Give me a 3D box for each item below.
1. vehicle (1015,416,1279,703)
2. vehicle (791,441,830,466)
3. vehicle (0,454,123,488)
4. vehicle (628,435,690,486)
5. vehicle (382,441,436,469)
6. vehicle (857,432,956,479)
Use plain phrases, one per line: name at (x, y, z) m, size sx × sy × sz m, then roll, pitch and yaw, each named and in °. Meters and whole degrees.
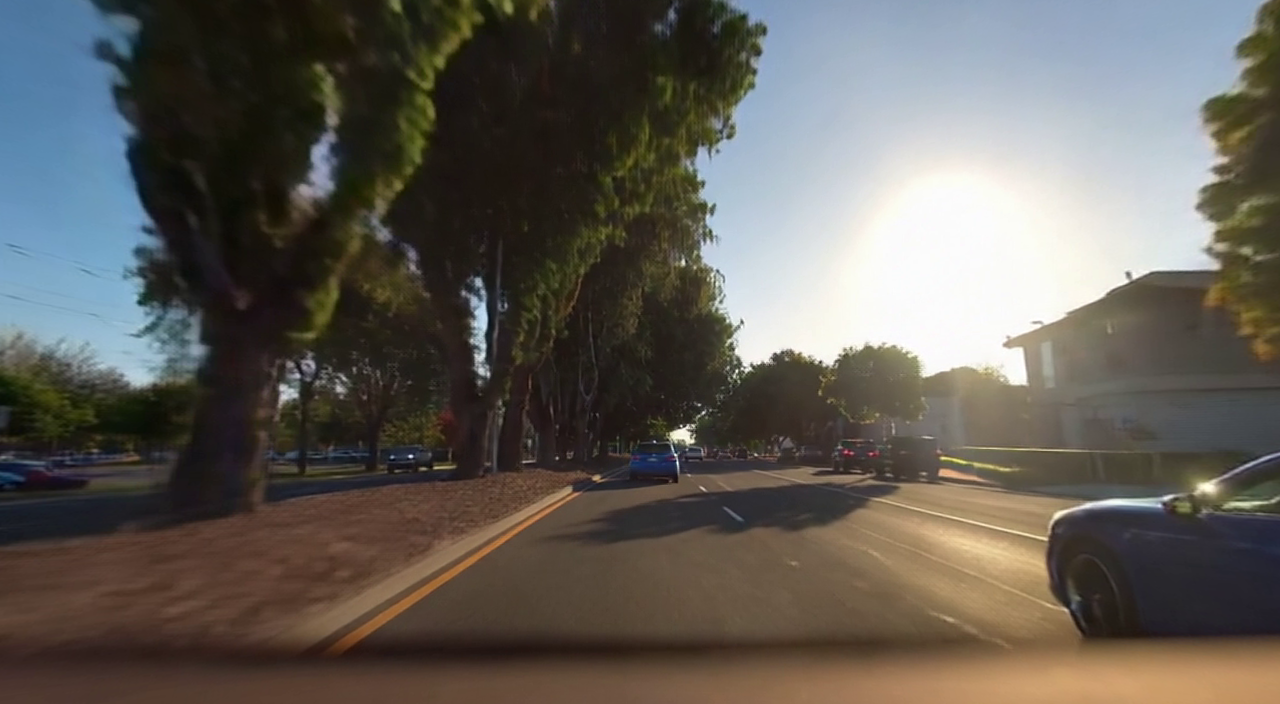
vehicle at (3.638, 0.925, 2.265) m, size 1.918 × 1.418 × 4.360 m, roll 0°, pitch -9°, yaw 0°
vehicle at (13.016, 7.757, 48.461) m, size 2.039 × 1.826 × 4.704 m, roll -1°, pitch -9°, yaw 5°
vehicle at (-26.970, 5.437, 29.114) m, size 4.346 × 1.434 × 1.969 m, roll 2°, pitch -9°, yaw -13°
vehicle at (0.686, 3.945, 23.304) m, size 2.085 × 1.693 × 4.301 m, roll 0°, pitch -9°, yaw 1°
vehicle at (-15.618, 6.995, 42.940) m, size 2.290 × 1.758 × 4.900 m, roll 1°, pitch -9°, yaw -6°
vehicle at (11.623, 4.553, 28.049) m, size 2.139 × 1.849 × 5.246 m, roll 0°, pitch -9°, yaw 1°
